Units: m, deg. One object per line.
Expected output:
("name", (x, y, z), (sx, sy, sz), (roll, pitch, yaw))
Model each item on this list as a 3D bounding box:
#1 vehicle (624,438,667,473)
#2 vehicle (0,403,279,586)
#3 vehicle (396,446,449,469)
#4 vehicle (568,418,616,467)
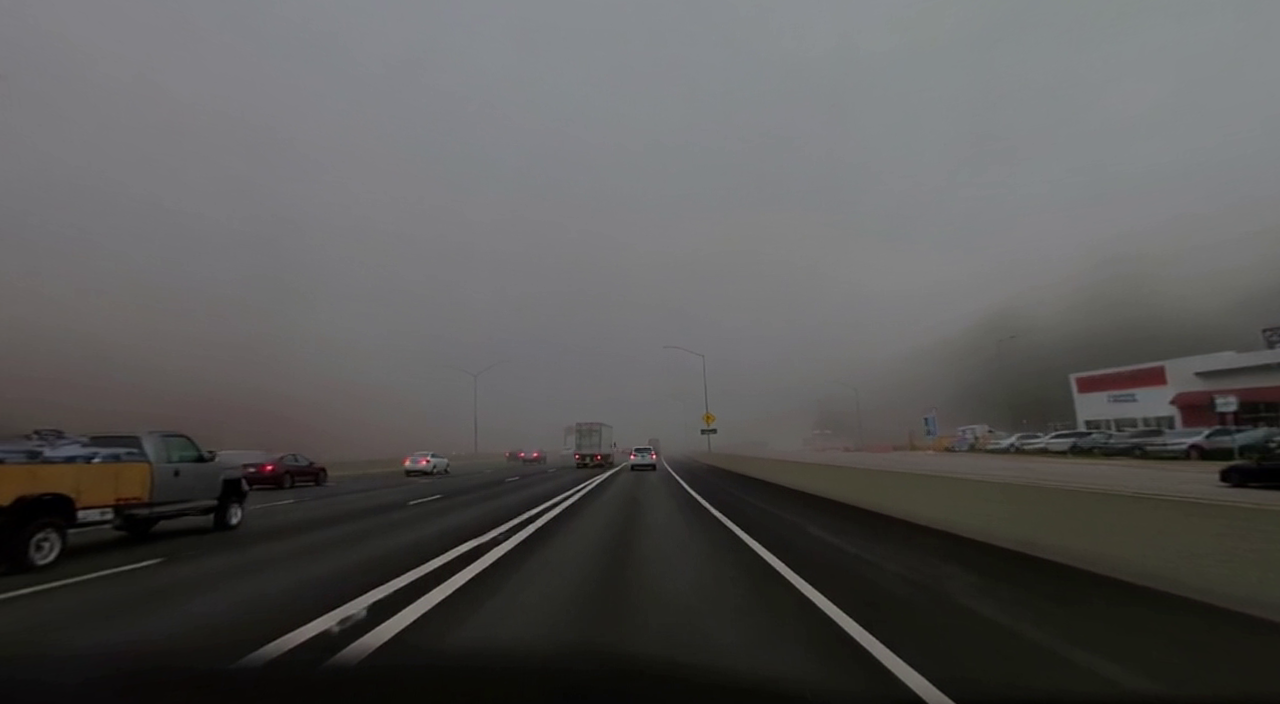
("vehicle", (0.290, 5.786, 35.401), (2.227, 1.794, 4.646), (0, -8, 0))
("vehicle", (-7.739, 1.843, 8.960), (2.165, 1.903, 4.917), (0, -8, 2))
("vehicle", (-16.645, 8.076, 48.518), (2.076, 1.709, 4.893), (-1, -8, 3))
("vehicle", (-3.511, 6.976, 48.765), (2.796, 3.426, 8.553), (0, -8, 2))
